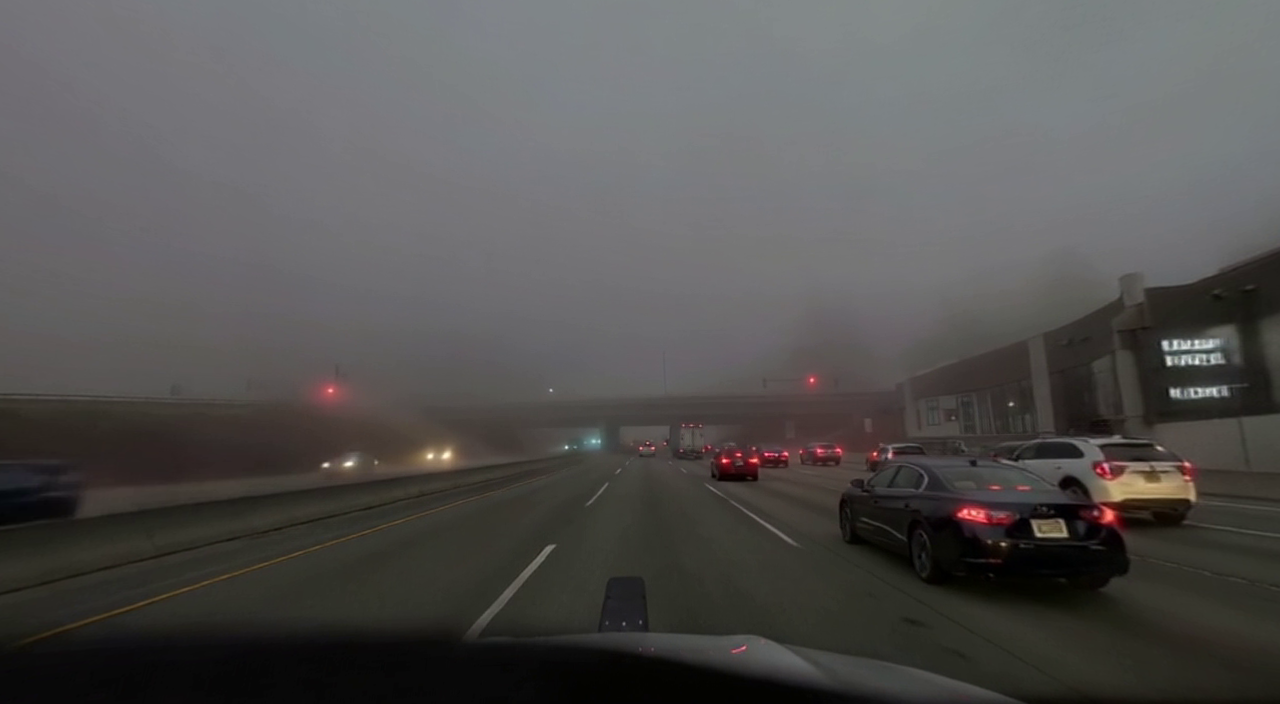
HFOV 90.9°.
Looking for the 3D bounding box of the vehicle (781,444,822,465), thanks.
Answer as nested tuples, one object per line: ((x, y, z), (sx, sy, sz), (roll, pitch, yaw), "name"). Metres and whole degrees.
((11.697, 7.446, 45.943), (1.926, 1.451, 3.936), (0, -8, -1), "vehicle")

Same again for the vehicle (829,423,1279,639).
((3.632, 1.567, 6.659), (1.902, 1.481, 4.451), (0, -8, 0), "vehicle")

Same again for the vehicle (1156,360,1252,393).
((37.247, 1.674, 41.848), (2.024, 1.757, 4.696), (0, -8, 0), "vehicle")

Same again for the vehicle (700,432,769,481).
((3.851, 4.344, 26.534), (2.086, 1.858, 4.737), (0, -8, -1), "vehicle")

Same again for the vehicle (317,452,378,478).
((-19.261, 7.434, 41.724), (1.894, 1.499, 4.357), (0, -8, 0), "vehicle")
